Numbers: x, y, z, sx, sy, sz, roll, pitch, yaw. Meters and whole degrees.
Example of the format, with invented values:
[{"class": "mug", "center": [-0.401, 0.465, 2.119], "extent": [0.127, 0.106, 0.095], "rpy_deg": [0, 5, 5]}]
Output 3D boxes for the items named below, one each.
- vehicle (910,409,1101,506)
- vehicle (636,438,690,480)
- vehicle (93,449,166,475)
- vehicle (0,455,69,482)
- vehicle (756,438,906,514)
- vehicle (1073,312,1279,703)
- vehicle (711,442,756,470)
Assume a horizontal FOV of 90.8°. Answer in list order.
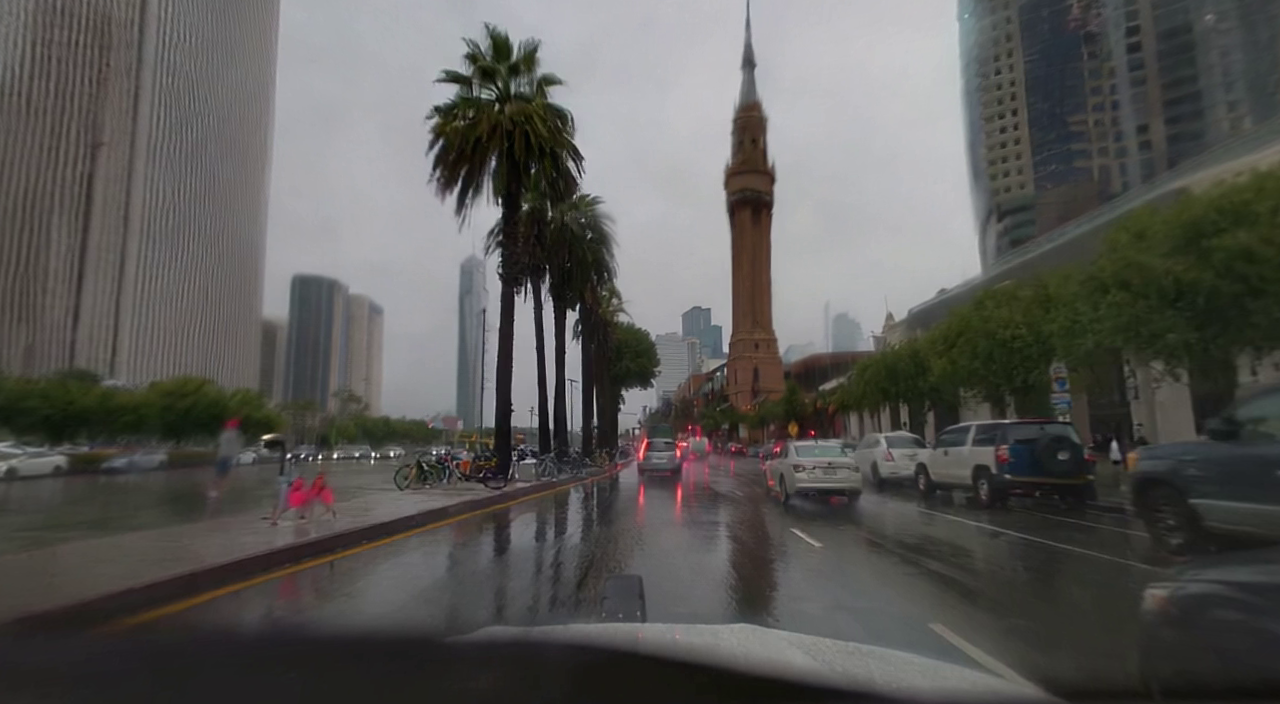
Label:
[{"class": "vehicle", "center": [9.289, 2.748, 16.772], "extent": [2.093, 2.154, 5.193], "rpy_deg": [0, -9, 2]}, {"class": "vehicle", "center": [0.952, 4.484, 26.639], "extent": [2.111, 1.605, 3.832], "rpy_deg": [0, -9, 2]}, {"class": "vehicle", "center": [-39.608, 8.520, 49.192], "extent": [2.034, 1.862, 5.122], "rpy_deg": [1, -9, -9]}, {"class": "vehicle", "center": [-37.987, 7.176, 39.127], "extent": [1.817, 1.554, 4.032], "rpy_deg": [1, -9, -9]}, {"class": "vehicle", "center": [4.281, 2.849, 15.086], "extent": [2.116, 1.500, 4.702], "rpy_deg": [0, -9, 0]}, {"class": "vehicle", "center": [3.676, 0.537, 0.852], "extent": [2.453, 1.851, 5.323], "rpy_deg": [0, -9, 1]}, {"class": "vehicle", "center": [5.605, 6.296, 38.535], "extent": [1.981, 1.572, 4.718], "rpy_deg": [0, -9, -1]}]
